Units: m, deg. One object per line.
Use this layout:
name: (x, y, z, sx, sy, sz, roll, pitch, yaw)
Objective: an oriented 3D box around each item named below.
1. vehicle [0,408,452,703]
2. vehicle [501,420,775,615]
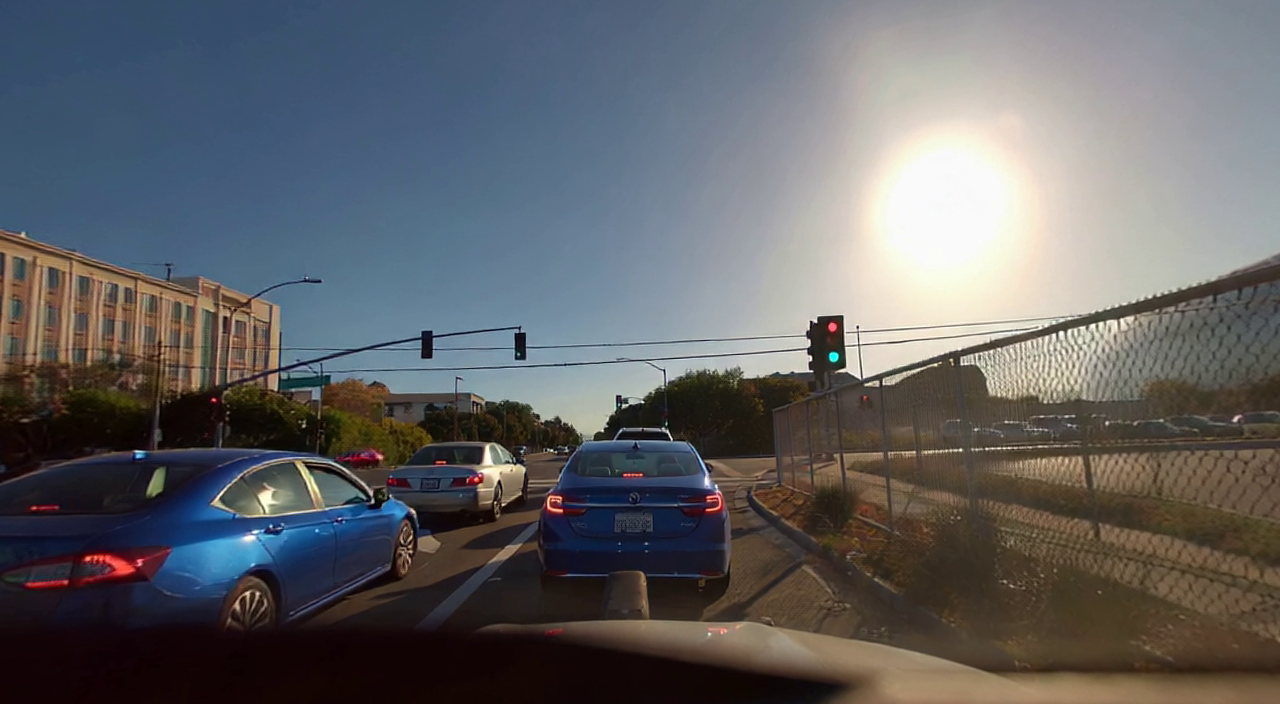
vehicle: (-3.208, 1.322, 4.879, 1.971, 1.488, 4.581, 0, -9, 1)
vehicle: (-0.013, 1.602, 7.014, 2.144, 1.514, 4.063, 0, -9, 0)
